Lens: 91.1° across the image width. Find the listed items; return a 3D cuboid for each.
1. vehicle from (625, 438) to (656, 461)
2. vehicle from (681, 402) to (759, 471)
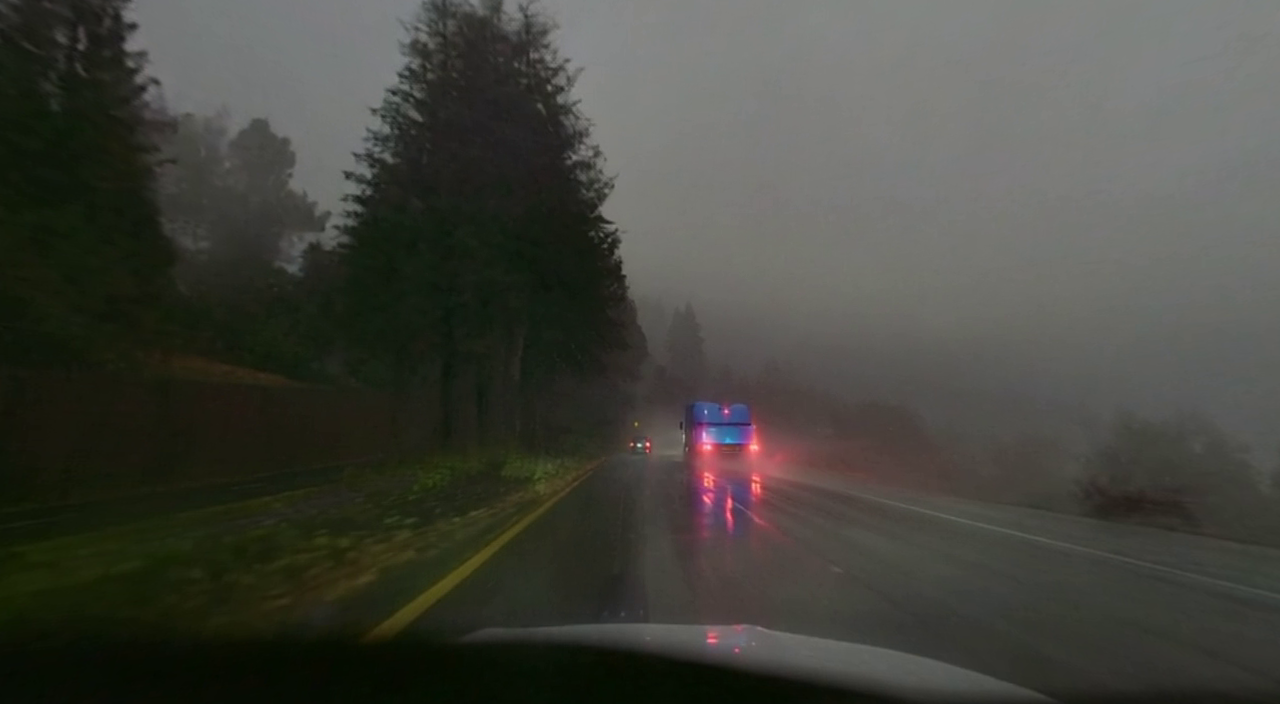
[{"bbox_3d":[0.029,7.096,45.822,2.170,1.544,4.373,0,-8,0],"label":"vehicle"},{"bbox_3d":[4.003,4.562,33.462,3.015,3.211,7.982,0,-8,-1],"label":"vehicle"}]
